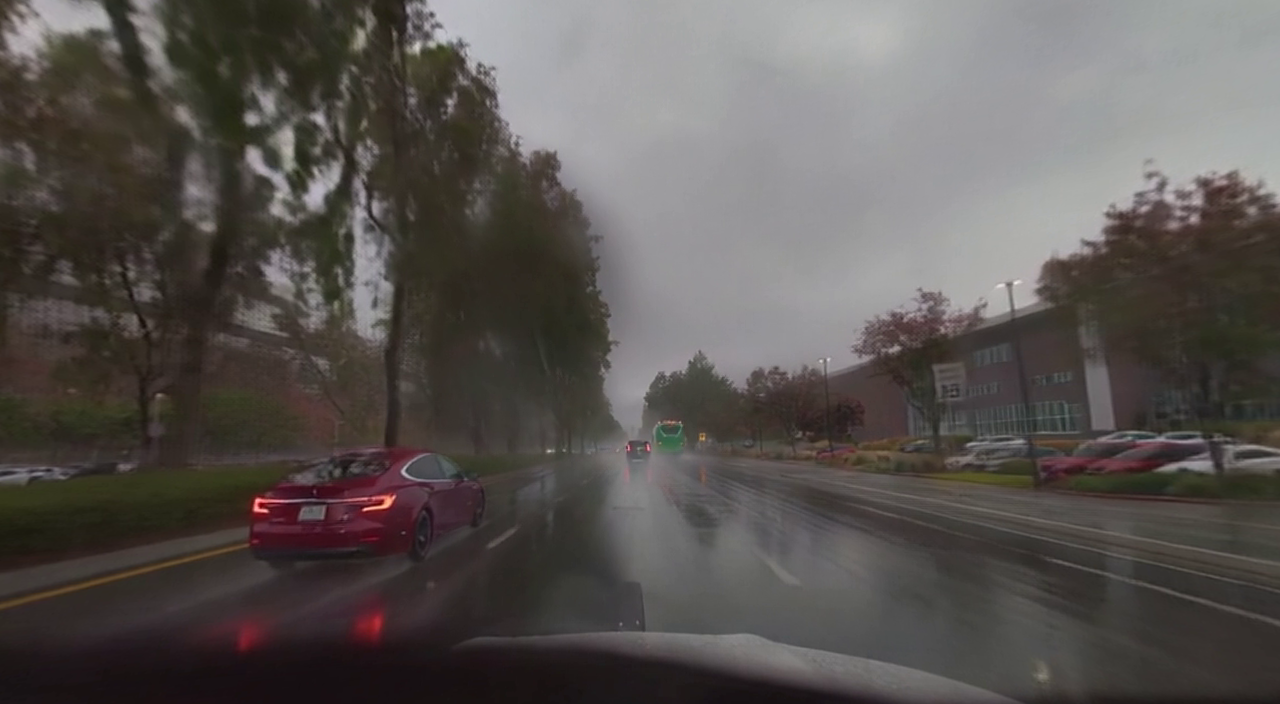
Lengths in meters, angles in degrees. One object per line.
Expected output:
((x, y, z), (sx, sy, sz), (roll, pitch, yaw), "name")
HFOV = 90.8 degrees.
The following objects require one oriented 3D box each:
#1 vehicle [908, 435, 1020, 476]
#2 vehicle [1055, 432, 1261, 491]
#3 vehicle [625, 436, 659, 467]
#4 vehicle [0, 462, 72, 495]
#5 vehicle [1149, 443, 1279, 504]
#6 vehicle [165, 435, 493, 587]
((16.902, 5.445, 33.141), (4.520, 1.834, 2.167), (-3, -10, -1), "vehicle")
((15.979, 3.392, 19.694), (4.628, 1.706, 1.965), (0, -9, 0), "vehicle")
((0.083, 7.213, 45.964), (2.336, 2.122, 5.207), (0, -9, -1), "vehicle")
((-33.902, 6.893, 34.117), (4.583, 1.608, 1.945), (-3, -10, 0), "vehicle")
((16.689, 3.181, 16.747), (4.682, 1.507, 1.878), (0, -9, 0), "vehicle")
((-3.599, 1.913, 8.553), (2.120, 1.481, 4.535), (0, -9, 0), "vehicle")
